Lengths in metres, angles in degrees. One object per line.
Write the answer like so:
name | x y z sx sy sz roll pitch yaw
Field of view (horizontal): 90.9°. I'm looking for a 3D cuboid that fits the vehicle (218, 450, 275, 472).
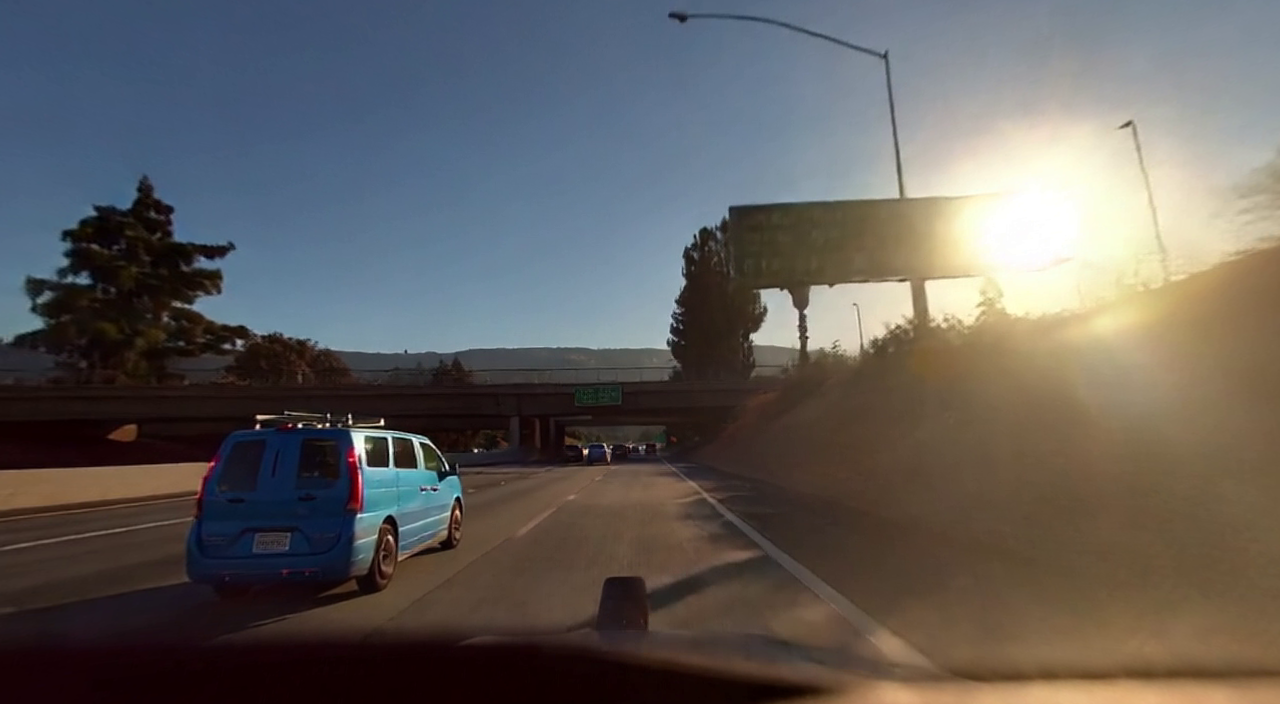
vehicle | -27.770 7.689 44.664 1.644 1.420 3.518 0 -8 2
